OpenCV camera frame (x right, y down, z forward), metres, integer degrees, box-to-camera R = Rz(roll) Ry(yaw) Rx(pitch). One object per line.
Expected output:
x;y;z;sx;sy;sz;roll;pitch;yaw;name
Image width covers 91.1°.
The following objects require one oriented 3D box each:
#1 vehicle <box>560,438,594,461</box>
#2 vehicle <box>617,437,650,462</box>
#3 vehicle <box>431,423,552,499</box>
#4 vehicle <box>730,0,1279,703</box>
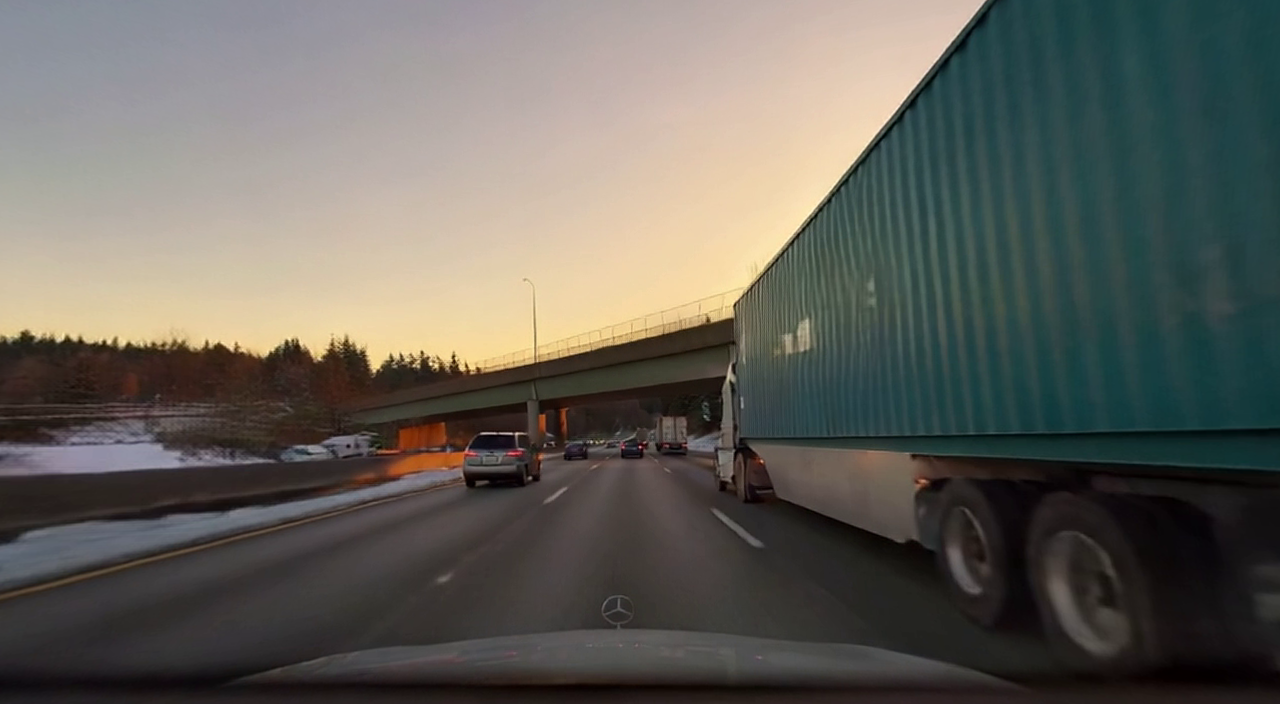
-4.402;6.908;44.721;2.021;1.514;4.190;0;-8;-1;vehicle
-0.441;6.389;41.438;2.088;1.567;4.240;0;-8;-1;vehicle
-3.614;2.721;16.208;2.054;1.671;4.445;0;-8;0;vehicle
3.710;0.308;7.233;2.959;4.058;14.485;0;-8;-1;vehicle
